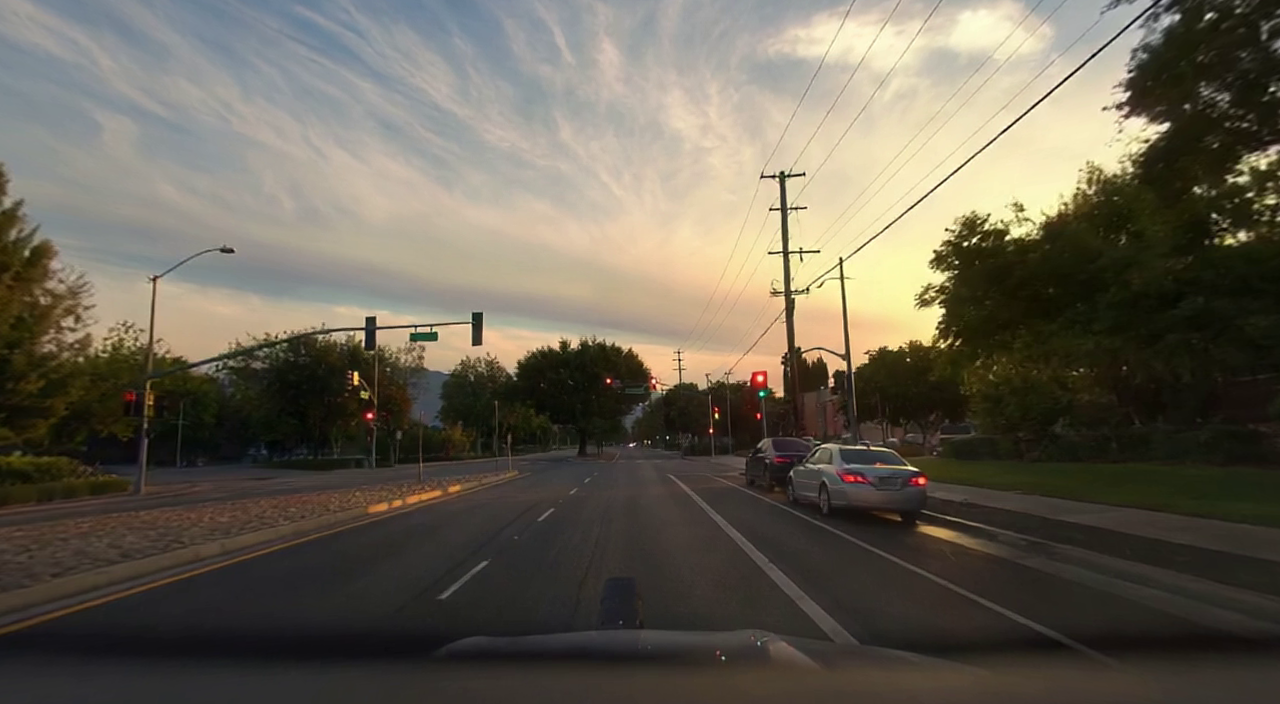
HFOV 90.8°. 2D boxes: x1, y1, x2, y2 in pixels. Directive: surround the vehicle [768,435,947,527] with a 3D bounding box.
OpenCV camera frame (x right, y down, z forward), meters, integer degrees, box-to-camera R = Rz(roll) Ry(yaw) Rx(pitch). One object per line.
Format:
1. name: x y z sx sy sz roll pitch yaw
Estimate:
1. vehicle: 3.953 2.413 12.449 1.833 1.444 4.589 0 -9 -1
